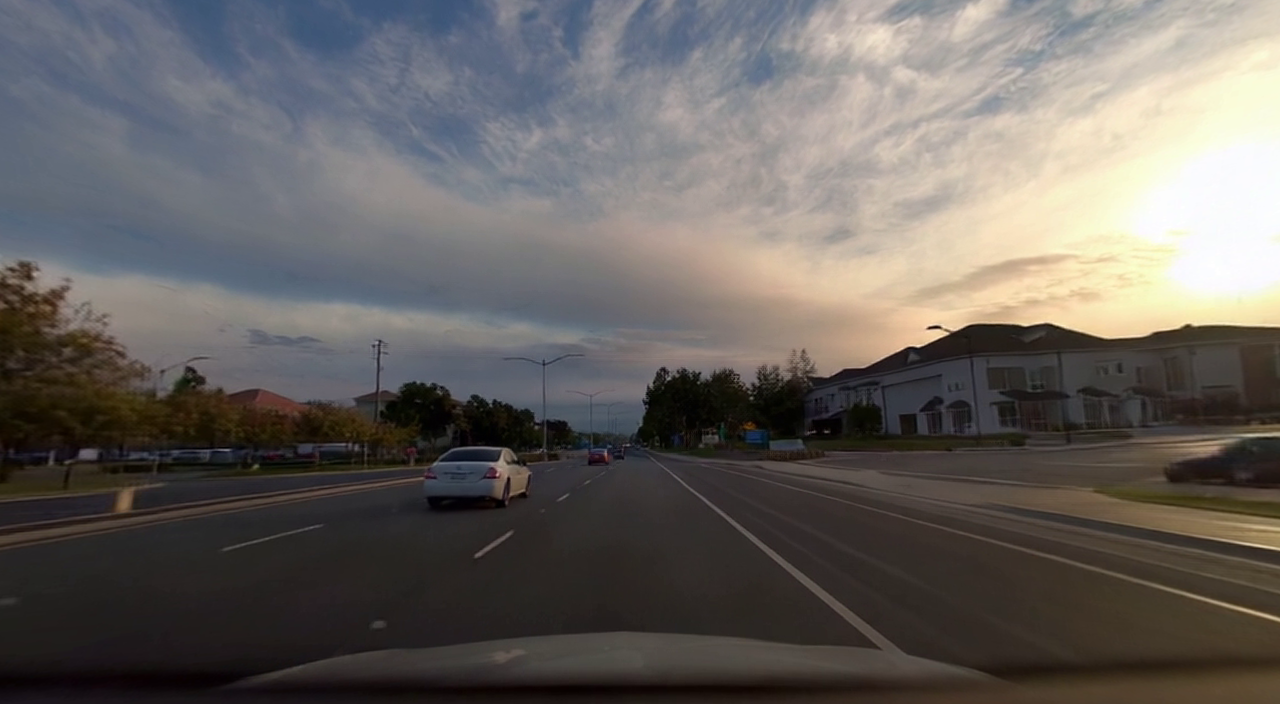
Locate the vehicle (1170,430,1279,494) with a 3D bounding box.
[{"bbox_3d":[16.201,2.668,15.531,4.429,1.459,1.967,-1,-9,2],"label":"vehicle"}]

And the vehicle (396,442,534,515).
[{"bbox_3d":[-3.936,2.919,15.138,2.003,1.454,4.484,0,-9,0],"label":"vehicle"}]
